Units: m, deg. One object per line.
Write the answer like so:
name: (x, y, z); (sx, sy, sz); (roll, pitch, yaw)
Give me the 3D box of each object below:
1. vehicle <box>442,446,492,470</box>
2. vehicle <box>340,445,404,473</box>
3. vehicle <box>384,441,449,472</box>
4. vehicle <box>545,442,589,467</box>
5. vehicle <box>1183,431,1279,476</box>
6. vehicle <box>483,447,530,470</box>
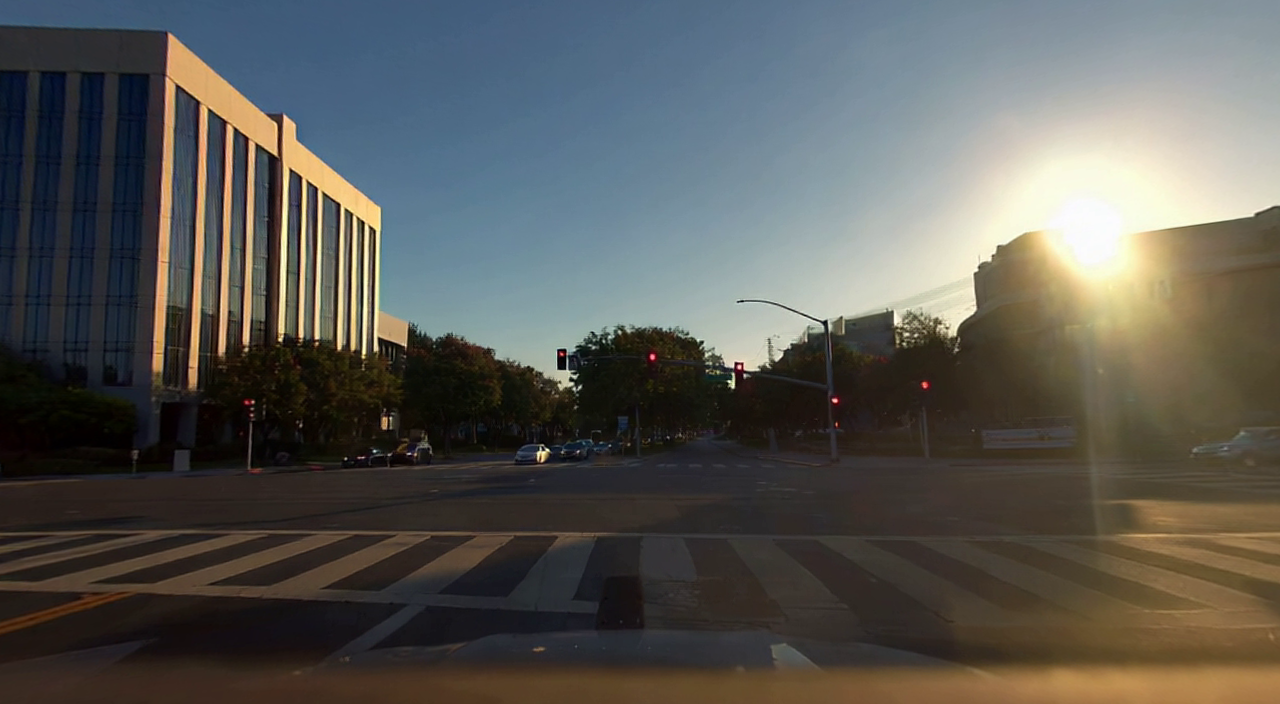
vehicle: (-11.647, 7.149, 42.811); (2.003, 1.476, 4.297); (-1, -9, 2)
vehicle: (-18.556, 7.412, 44.085); (2.237, 1.842, 5.116); (0, -9, 0)
vehicle: (-15.140, 7.124, 43.247); (2.340, 1.946, 5.450); (-1, -9, 2)
vehicle: (-4.567, 6.510, 40.236); (2.109, 1.461, 4.637); (-1, -9, 2)
vehicle: (22.324, 3.566, 22.357); (4.474, 1.477, 1.908); (0, -9, -2)
vehicle: (-8.059, 6.451, 38.391); (1.910, 1.288, 4.093); (-1, -9, 1)
